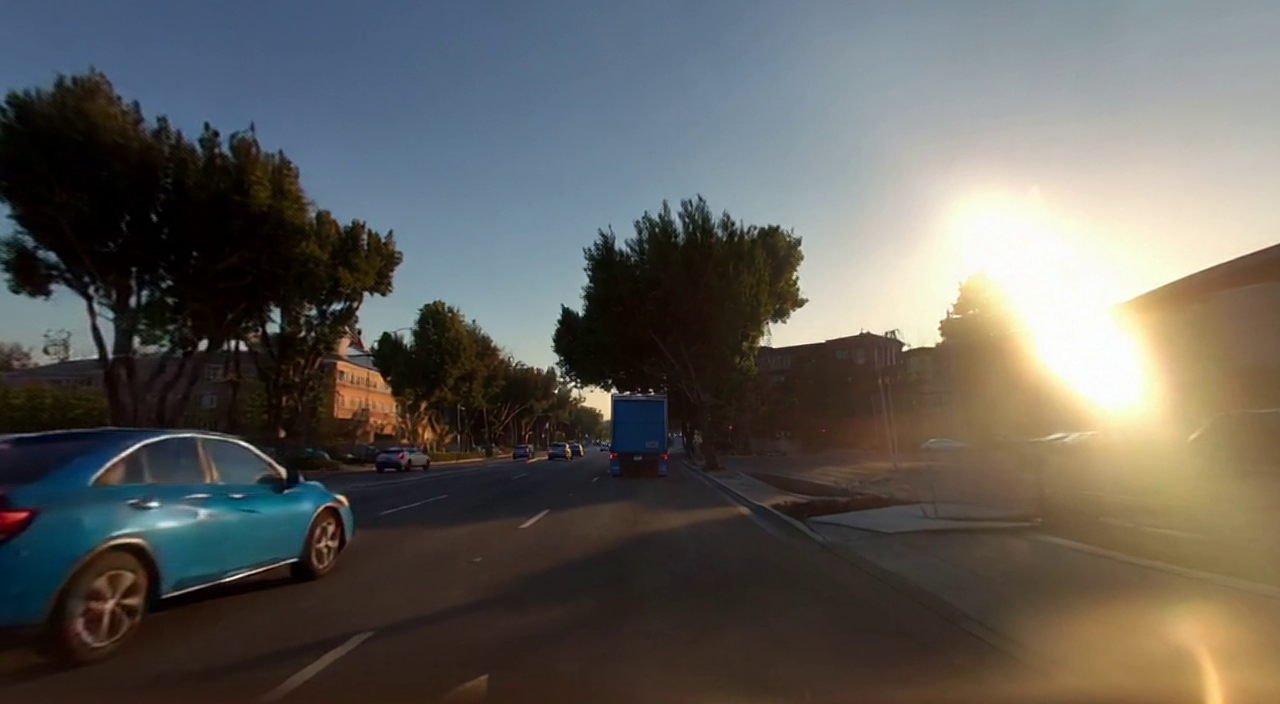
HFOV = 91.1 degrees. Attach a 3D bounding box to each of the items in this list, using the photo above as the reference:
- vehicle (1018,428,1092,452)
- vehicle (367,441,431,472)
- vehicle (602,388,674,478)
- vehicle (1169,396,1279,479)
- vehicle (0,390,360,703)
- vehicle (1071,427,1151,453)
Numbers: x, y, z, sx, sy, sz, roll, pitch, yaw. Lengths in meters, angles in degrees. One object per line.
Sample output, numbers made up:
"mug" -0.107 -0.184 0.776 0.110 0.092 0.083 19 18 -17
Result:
"vehicle" 25.871 5.514 39.175 3.503 1.419 1.646 1 -9 -4
"vehicle" -13.939 6.062 36.593 1.958 1.672 4.283 0 -8 1
"vehicle" 0.025 3.917 29.788 2.905 3.644 8.807 0 -8 1
"vehicle" 13.866 1.734 12.864 4.321 1.579 1.823 0 -7 1
"vehicle" -4.082 1.221 4.526 2.078 1.597 4.355 0 -9 0
"vehicle" 27.436 5.143 36.624 3.341 1.387 1.619 -1 -8 -3
